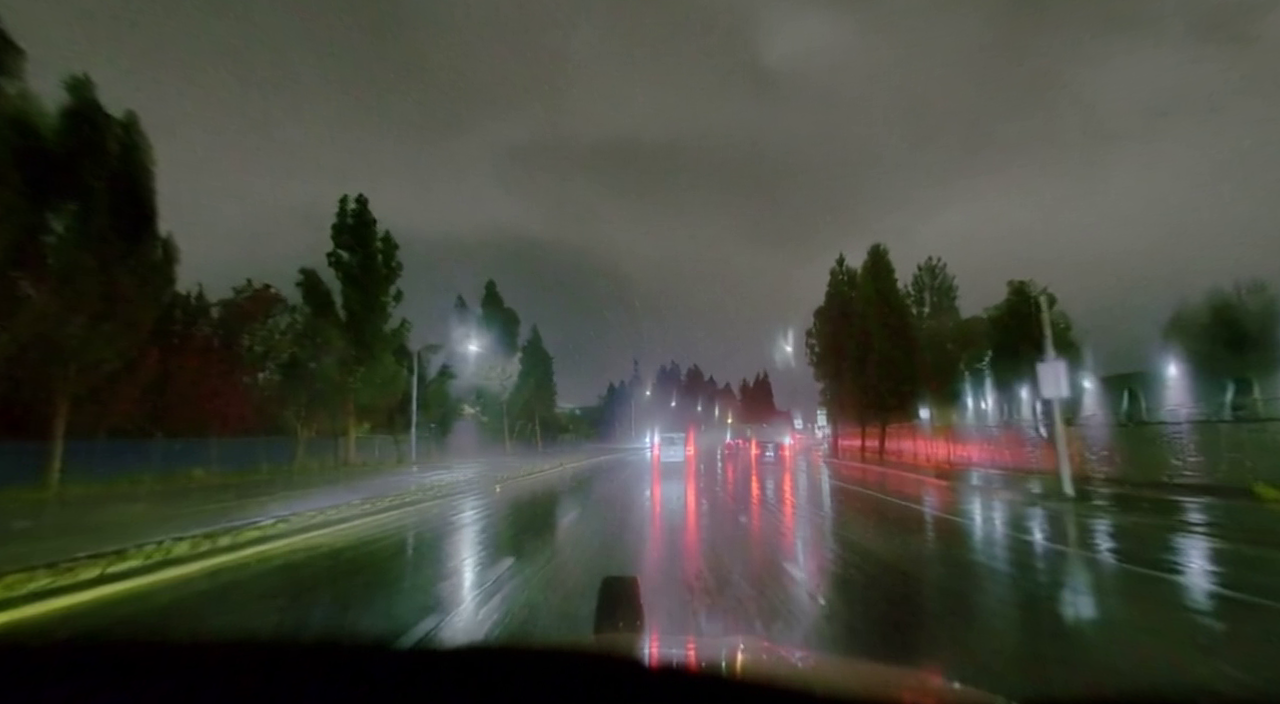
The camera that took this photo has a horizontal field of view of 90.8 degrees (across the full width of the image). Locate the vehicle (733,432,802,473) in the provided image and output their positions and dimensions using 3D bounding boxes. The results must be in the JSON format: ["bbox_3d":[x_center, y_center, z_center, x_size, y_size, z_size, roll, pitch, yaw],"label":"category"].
[{"bbox_3d":[4.963,3.984,25.209,2.147,1.474,4.083,-1,-8,4],"label":"vehicle"}]

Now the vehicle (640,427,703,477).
[{"bbox_3d":[1.258,3.711,23.547,2.105,1.676,4.541,-1,-8,5],"label":"vehicle"}]
